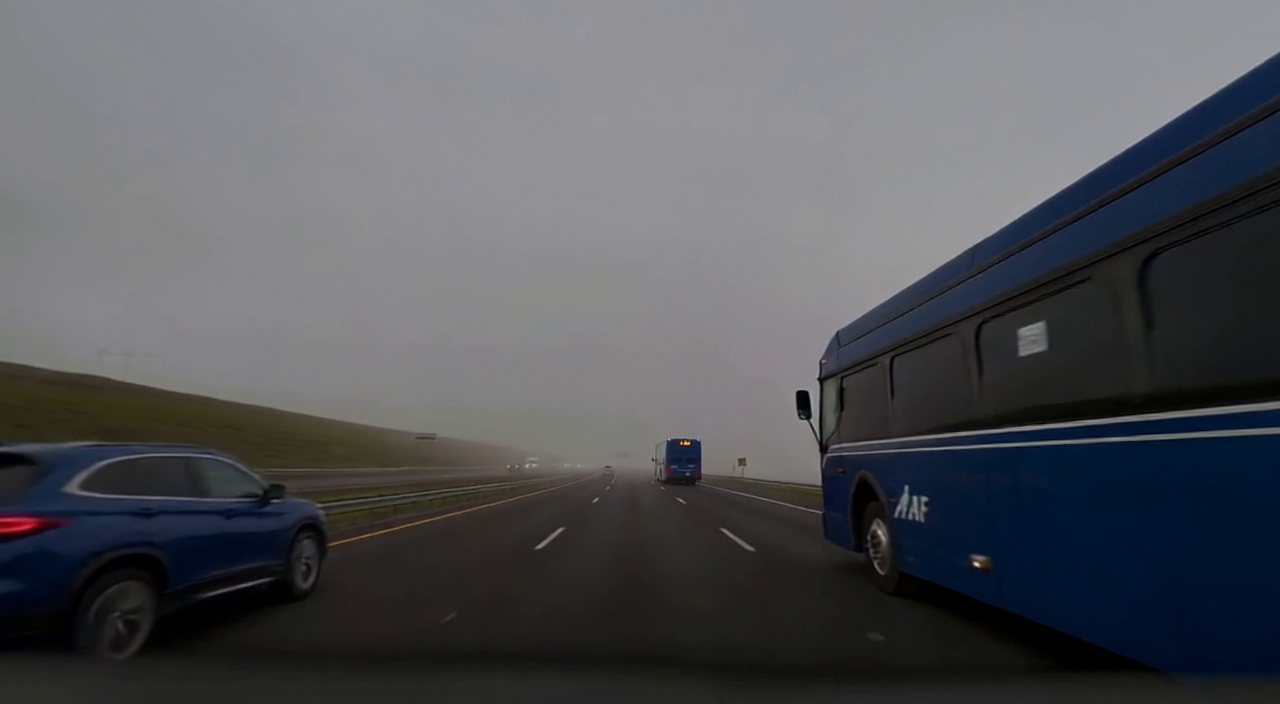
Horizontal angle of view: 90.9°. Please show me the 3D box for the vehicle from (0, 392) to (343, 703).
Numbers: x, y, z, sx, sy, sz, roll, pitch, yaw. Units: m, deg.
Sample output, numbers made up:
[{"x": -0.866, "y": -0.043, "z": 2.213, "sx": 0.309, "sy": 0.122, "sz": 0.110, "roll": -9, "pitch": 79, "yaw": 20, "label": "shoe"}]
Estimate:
[{"x": -4.024, "y": 1.171, "z": 3.956, "sx": 2.213, "sy": 1.568, "sz": 4.274, "roll": 1, "pitch": -10, "yaw": 0, "label": "vehicle"}]
